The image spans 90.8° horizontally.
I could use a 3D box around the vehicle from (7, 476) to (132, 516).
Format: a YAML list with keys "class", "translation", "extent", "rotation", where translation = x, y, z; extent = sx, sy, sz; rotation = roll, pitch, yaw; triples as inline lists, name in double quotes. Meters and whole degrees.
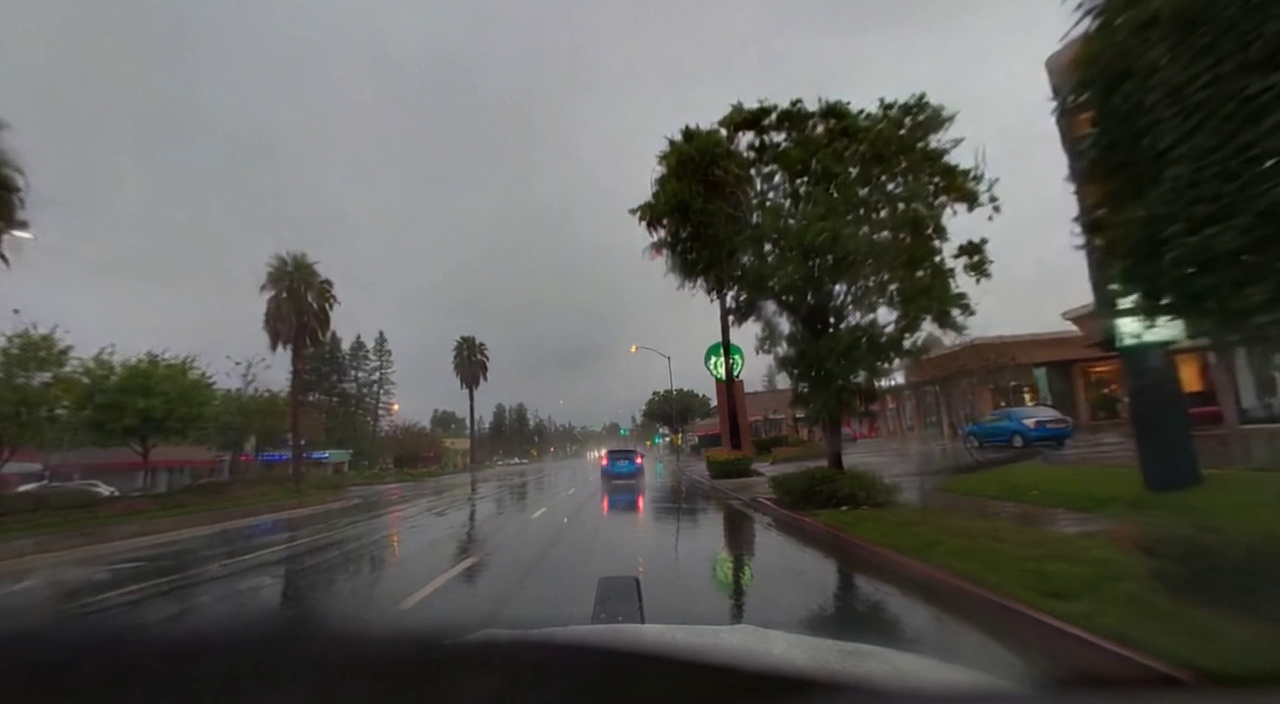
- class: "vehicle"
  translation: [-30.262, 7.615, 33.771]
  extent: [2.092, 1.719, 4.868]
  rotation: [0, -9, 0]

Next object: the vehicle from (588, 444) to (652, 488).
- class: "vehicle"
  translation: [-0.721, 4.225, 23.773]
  extent: [2.156, 1.462, 4.495]
  rotation: [0, -9, -1]

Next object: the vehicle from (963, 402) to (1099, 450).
- class: "vehicle"
  translation: [13.337, 2.644, 21.934]
  extent: [1.827, 1.497, 4.468]
  rotation: [0, -9, -1]

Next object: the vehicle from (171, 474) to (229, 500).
- class: "vehicle"
  translation: [-31.127, 9.566, 44.844]
  extent: [1.791, 1.511, 4.030]
  rotation: [1, -9, -10]
